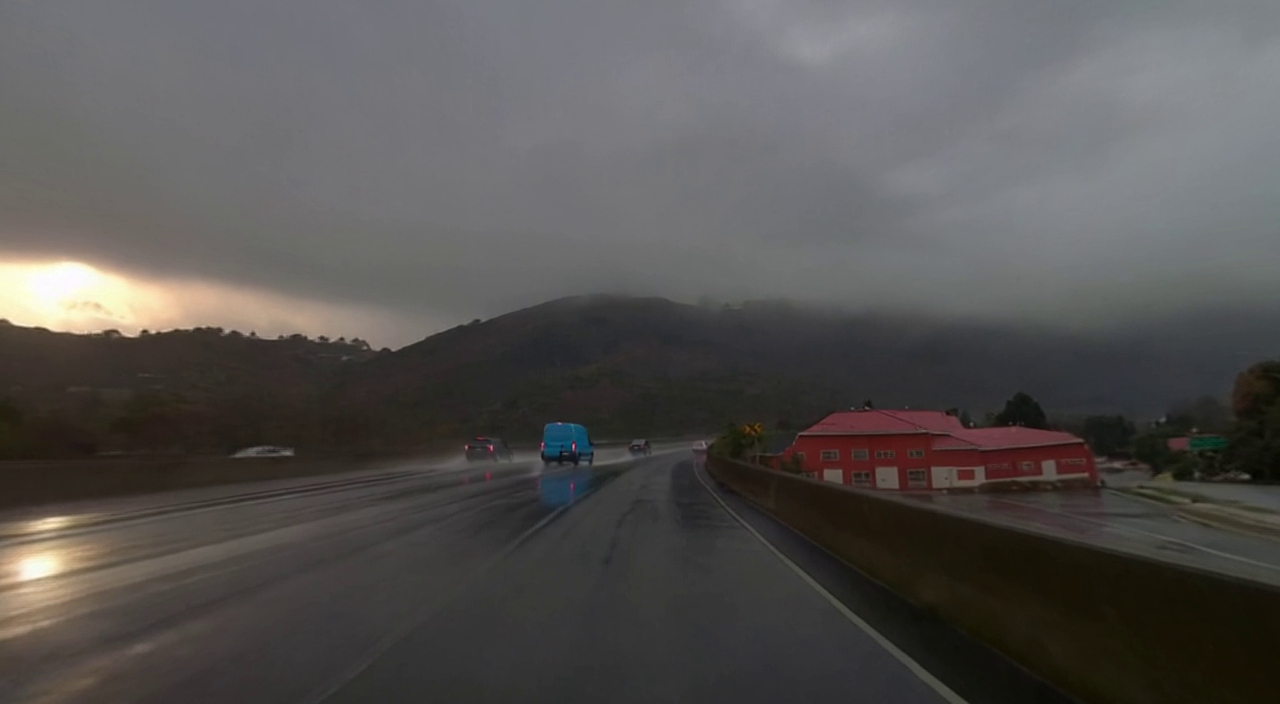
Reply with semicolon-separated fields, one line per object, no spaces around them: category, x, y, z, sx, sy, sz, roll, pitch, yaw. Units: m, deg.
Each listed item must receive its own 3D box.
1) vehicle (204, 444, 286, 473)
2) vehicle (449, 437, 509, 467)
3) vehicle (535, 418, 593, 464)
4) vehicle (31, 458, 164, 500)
vehicle;-25.268;6.810;40.659;2.042;1.739;4.580;-1;-8;4
vehicle;-8.769;5.498;34.825;1.821;1.524;4.342;-1;-8;6
vehicle;-4.784;5.761;40.909;2.314;2.703;6.441;-1;-8;6
vehicle;-21.331;4.970;25.060;1.764;1.429;3.851;0;-8;2
